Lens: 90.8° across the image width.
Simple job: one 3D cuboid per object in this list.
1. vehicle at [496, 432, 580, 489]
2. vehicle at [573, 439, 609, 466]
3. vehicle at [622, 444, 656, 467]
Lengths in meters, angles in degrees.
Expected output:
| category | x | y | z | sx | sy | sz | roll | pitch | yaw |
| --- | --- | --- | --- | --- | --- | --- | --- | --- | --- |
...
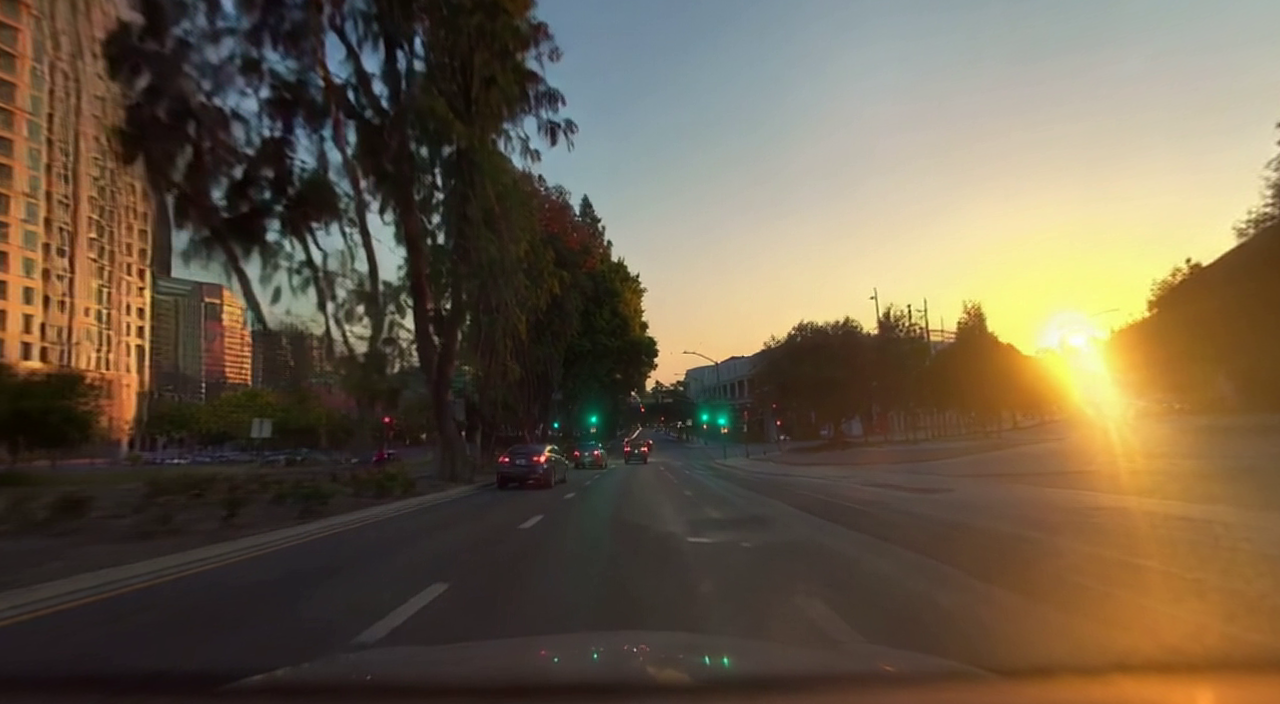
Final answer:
| category | x | y | z | sx | sy | sz | roll | pitch | yaw |
| --- | --- | --- | --- | --- | --- | --- | --- | --- | --- |
| vehicle | -3.340 | 3.679 | 21.633 | 2.116 | 1.725 | 4.315 | 0 | -9 | 1 |
| vehicle | -3.451 | 7.174 | 45.175 | 2.152 | 1.802 | 4.628 | 0 | -9 | 0 |
| vehicle | -0.064 | 6.711 | 41.086 | 2.095 | 1.438 | 3.843 | 0 | -9 | 0 |
